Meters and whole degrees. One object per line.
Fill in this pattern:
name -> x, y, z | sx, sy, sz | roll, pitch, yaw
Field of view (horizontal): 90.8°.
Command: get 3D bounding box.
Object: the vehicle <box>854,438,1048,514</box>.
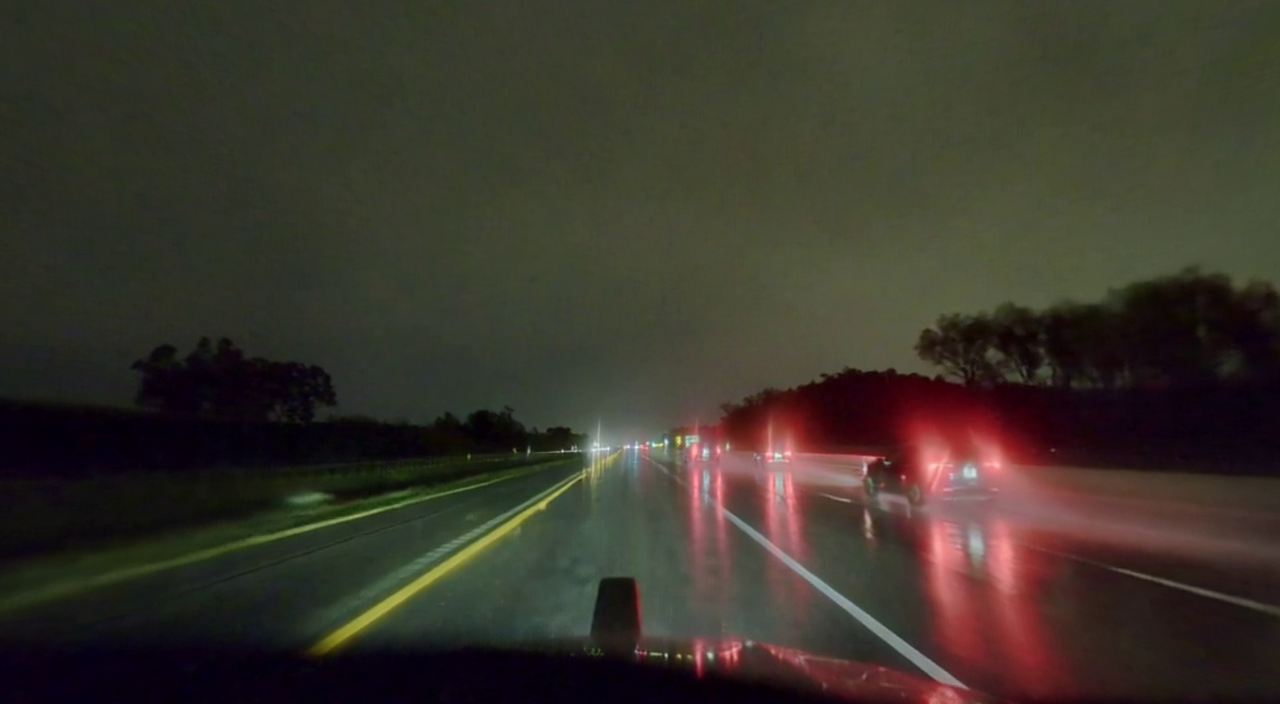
vehicle -> 7.081, 2.845, 15.155 | 2.046, 1.509, 4.929 | 0, -8, -2

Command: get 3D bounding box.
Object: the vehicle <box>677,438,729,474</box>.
vehicle -> 3.268, 5.509, 33.760 | 2.141, 1.785, 4.778 | 0, -8, -2
